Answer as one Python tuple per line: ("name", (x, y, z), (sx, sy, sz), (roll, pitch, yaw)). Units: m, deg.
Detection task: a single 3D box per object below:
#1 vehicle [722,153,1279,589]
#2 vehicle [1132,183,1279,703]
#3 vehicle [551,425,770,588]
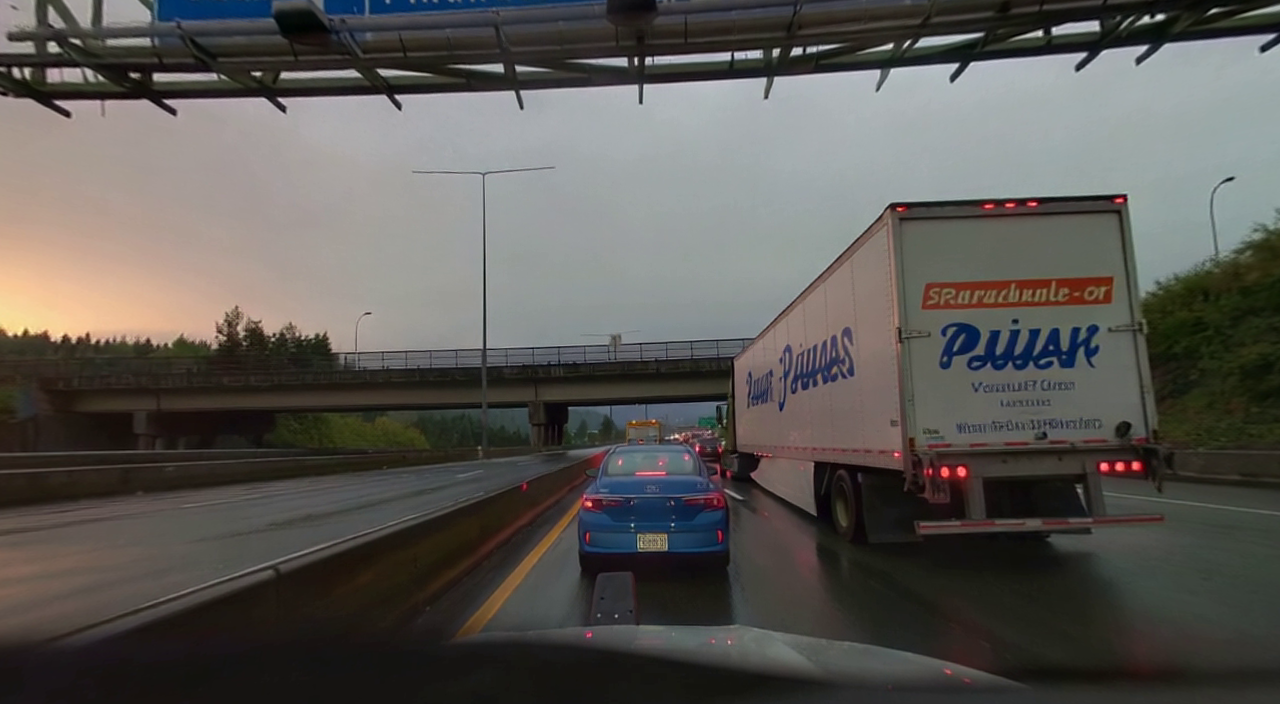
("vehicle", (4.202, 1.072, 12.965), (2.827, 4.081, 14.305), (0, -8, -1))
("vehicle", (4.730, 0.101, 0.631), (2.892, 2.615, 6.650), (0, -8, -2))
("vehicle", (0.177, 1.703, 7.757), (2.045, 1.490, 3.597), (-1, -8, 0))
